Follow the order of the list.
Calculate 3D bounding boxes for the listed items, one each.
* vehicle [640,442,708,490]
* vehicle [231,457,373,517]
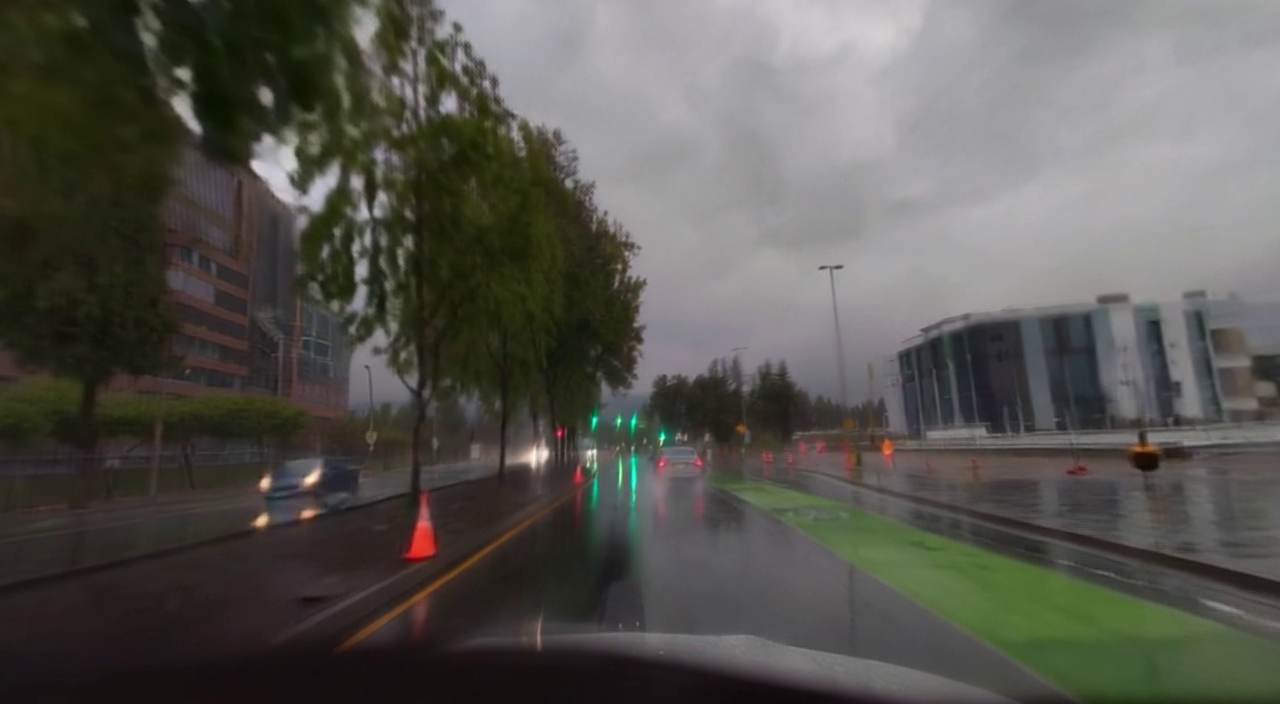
[{"bbox_3d":[1.080,3.931,22.178,2.114,1.493,4.430,0,-8,0],"label":"vehicle"},{"bbox_3d":[-9.970,3.991,19.126,2.010,1.487,4.427,0,-8,-3],"label":"vehicle"}]
